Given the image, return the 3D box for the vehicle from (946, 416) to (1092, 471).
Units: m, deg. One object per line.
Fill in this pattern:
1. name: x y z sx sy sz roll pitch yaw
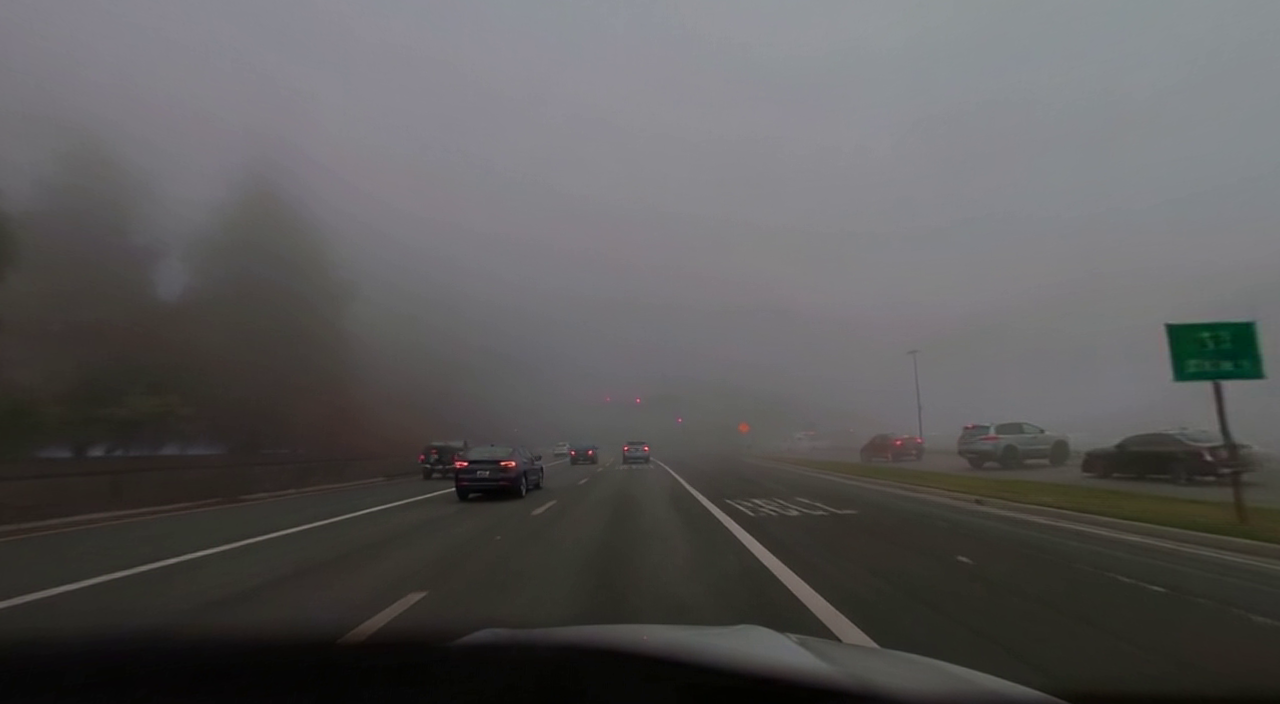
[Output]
1. vehicle: 14.973 3.613 24.949 5.394 1.994 2.228 4 -10 -26

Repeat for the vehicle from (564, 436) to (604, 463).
1. vehicle: -3.702 6.562 42.560 2.144 1.732 4.279 0 -8 2

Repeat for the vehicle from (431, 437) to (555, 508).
1. vehicle: -3.416 2.889 15.703 1.920 1.480 4.549 0 -8 1

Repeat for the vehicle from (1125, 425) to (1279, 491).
1. vehicle: 14.906 2.675 16.194 4.505 1.472 2.020 4 -10 -26

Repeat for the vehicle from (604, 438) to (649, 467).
1. vehicle: -0.681 5.407 34.128 2.231 1.481 4.489 0 -8 0
